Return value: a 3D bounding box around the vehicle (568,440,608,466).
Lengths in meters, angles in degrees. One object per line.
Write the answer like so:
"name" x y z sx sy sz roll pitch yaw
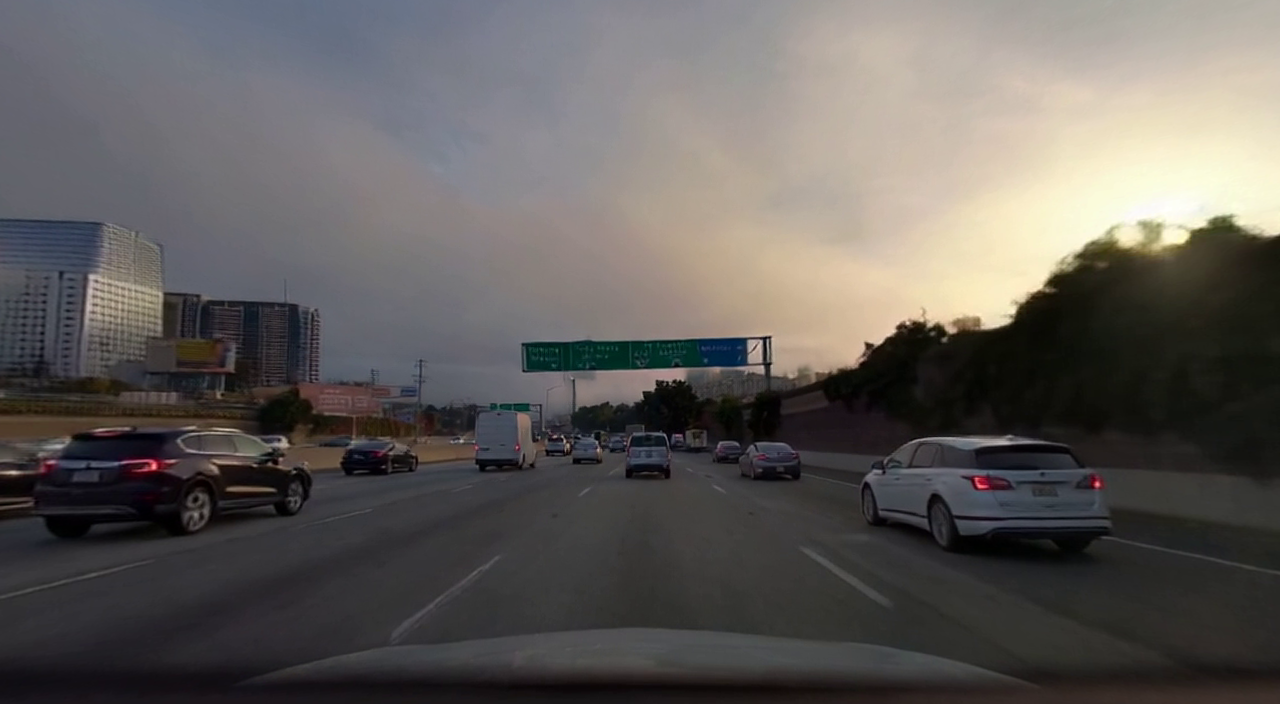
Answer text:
"vehicle" -3.142 6.216 39.120 2.079 1.499 4.512 0 -8 1

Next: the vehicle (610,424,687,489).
"vehicle" 0.266 3.353 20.612 2.209 1.863 4.626 0 -8 0

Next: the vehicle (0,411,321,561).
"vehicle" -6.872 1.799 9.207 2.021 1.632 4.417 0 -8 1

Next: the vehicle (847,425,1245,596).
"vehicle" 4.297 1.720 7.829 1.915 1.482 4.537 0 -8 0

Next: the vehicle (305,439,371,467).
"vehicle" -17.073 5.723 35.852 1.848 1.487 3.805 0 -8 1

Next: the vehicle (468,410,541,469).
"vehicle" -7.048 4.718 33.763 2.358 2.817 7.055 0 -8 0

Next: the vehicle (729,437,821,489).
"vehicle" 4.242 3.568 20.641 1.942 1.487 4.518 0 -8 -1

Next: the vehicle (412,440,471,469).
"vehicle" -10.872 5.622 34.821 1.923 1.480 3.905 0 -8 1
